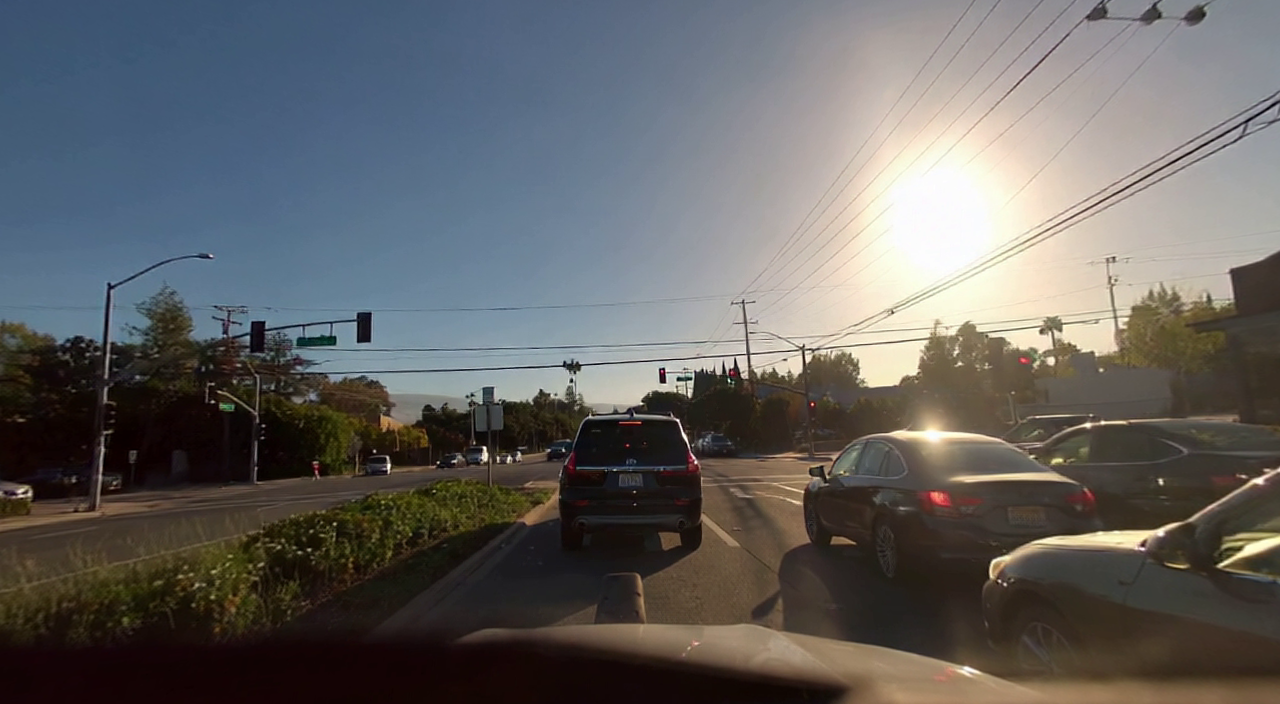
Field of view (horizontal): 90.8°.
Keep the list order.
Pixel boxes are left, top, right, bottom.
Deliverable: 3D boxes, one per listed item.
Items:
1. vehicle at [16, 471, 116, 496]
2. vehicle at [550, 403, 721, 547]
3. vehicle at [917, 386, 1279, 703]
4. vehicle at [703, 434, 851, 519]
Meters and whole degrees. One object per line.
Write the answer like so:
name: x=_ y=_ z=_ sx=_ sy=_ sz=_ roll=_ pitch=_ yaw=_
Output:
vehicle: x=-38.352 y=8.783 z=42.318 sx=4.569 sy=1.505 sz=1.992 roll=0 pitch=-9 yaw=-5
vehicle: x=-0.129 y=1.971 z=10.770 sx=2.236 sy=1.856 sz=4.816 roll=0 pitch=-9 yaw=-2
vehicle: x=2.730 y=0.824 z=1.686 sx=2.004 sy=1.460 sz=4.297 roll=0 pitch=-9 yaw=0
vehicle: x=2.654 y=2.535 z=13.439 sx=2.025 sy=1.477 sz=4.333 roll=0 pitch=-9 yaw=-2
